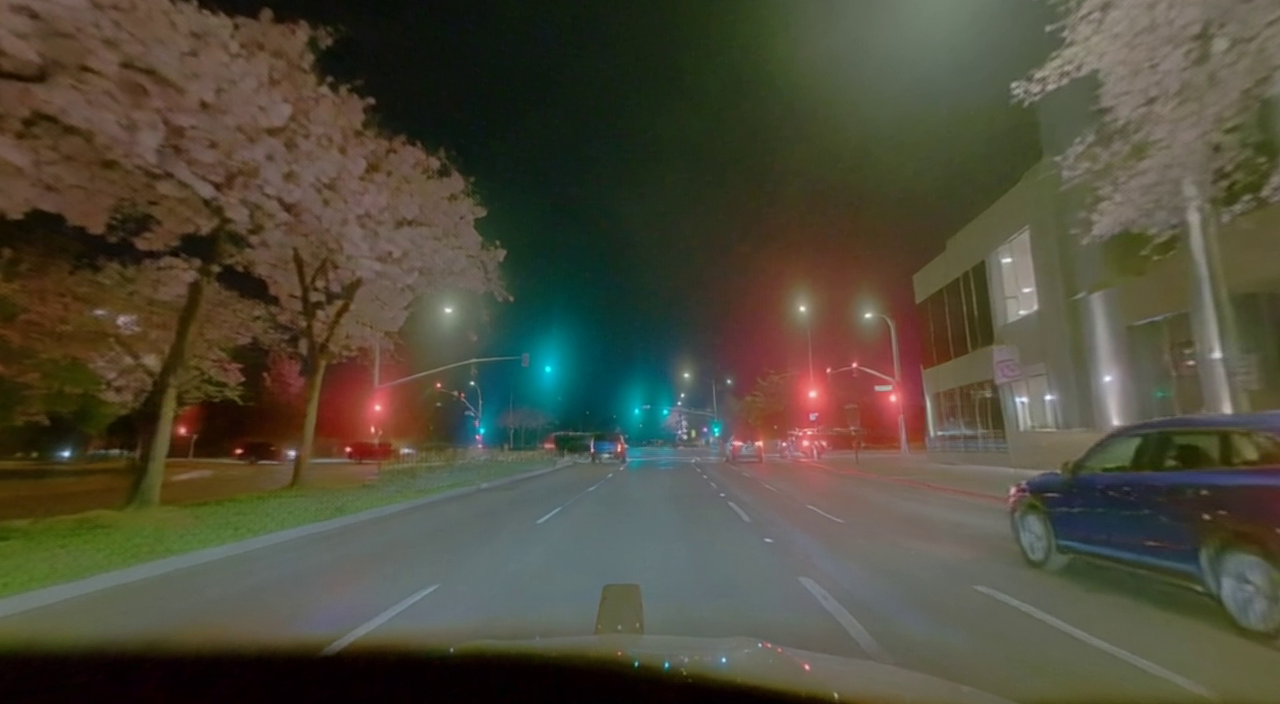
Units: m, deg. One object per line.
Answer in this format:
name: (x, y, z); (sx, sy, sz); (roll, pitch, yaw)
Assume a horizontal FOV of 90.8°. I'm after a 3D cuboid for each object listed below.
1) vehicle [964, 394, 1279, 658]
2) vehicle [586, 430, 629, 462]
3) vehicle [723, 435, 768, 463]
vehicle: (4.745, 1.217, 5.100); (2.019, 1.518, 4.285); (0, -8, 1)
vehicle: (-1.813, 5.425, 36.537); (1.995, 1.703, 4.367); (-1, -8, 4)
vehicle: (5.966, 5.539, 36.190); (2.007, 1.466, 4.291); (-1, -8, 2)
